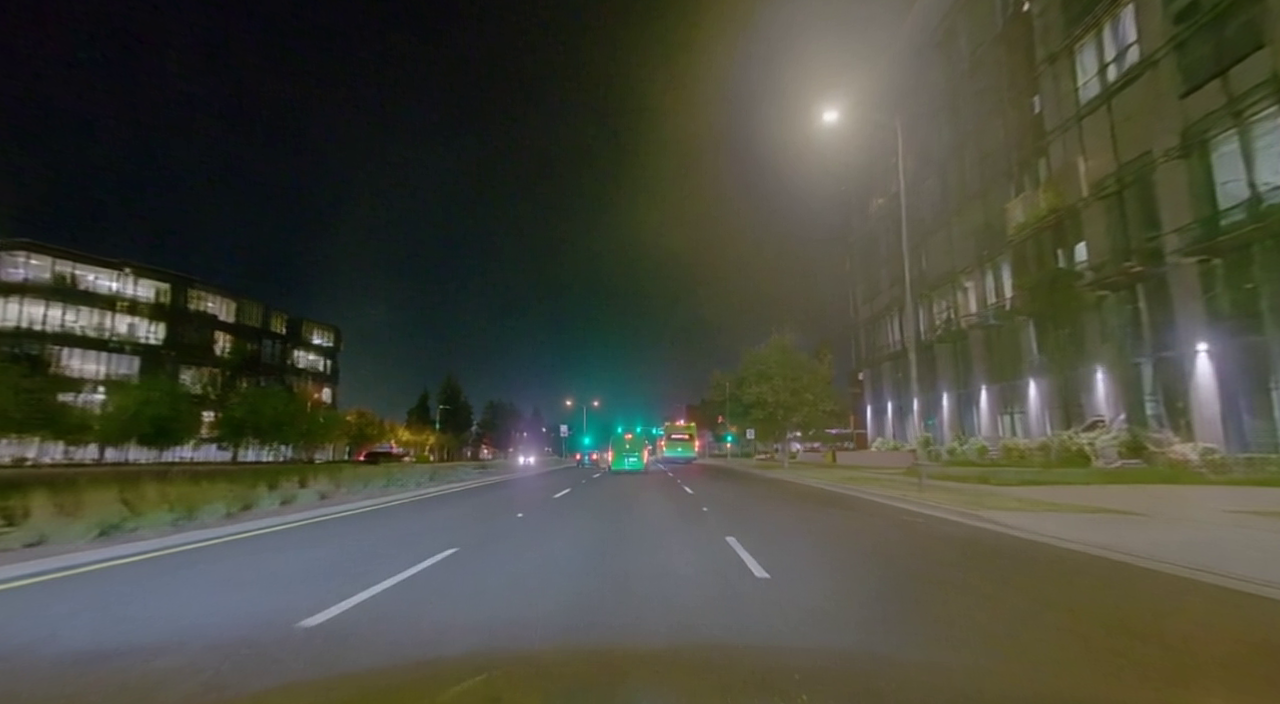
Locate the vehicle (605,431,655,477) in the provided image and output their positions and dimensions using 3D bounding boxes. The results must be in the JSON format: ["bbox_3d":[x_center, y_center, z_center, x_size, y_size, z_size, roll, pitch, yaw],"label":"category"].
[{"bbox_3d":[-0.427,5.121,31.989,2.336,2.122,5.207,0,-9,1],"label":"vehicle"}]

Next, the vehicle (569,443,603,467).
[{"bbox_3d":[-4.035,7.763,47.768,2.109,1.672,4.256,0,-9,1],"label":"vehicle"}]
